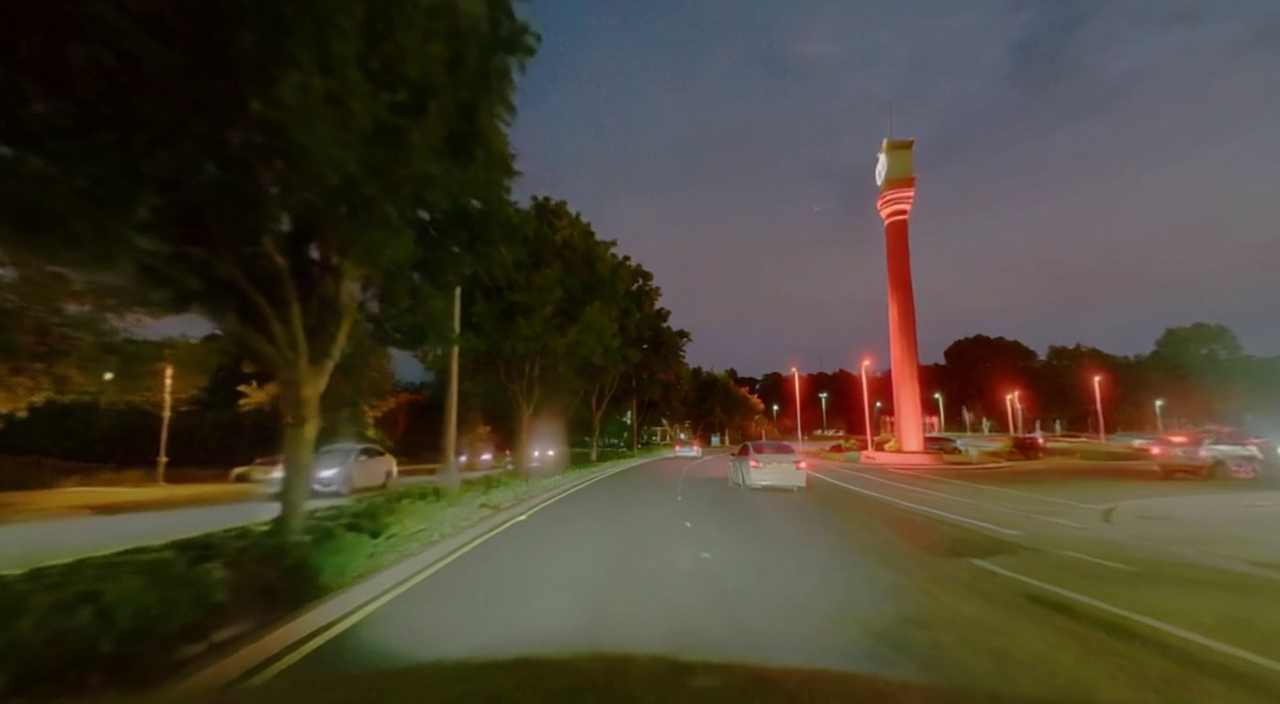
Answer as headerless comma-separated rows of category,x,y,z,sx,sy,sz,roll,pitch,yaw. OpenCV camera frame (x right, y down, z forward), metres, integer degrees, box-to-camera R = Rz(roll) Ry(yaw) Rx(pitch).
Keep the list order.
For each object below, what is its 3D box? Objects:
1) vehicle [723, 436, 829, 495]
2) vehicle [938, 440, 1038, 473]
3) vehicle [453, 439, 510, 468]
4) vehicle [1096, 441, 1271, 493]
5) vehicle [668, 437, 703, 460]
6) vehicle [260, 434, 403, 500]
vehicle,3.841,3.284,18.801,2.132,1.497,4.827,0,-8,1
vehicle,18.820,5.665,34.233,4.512,1.561,1.846,-8,-11,31
vehicle,-9.951,6.418,40.102,1.951,1.731,4.440,-1,-8,7
vehicle,17.001,3.541,19.803,4.653,1.471,1.850,2,-9,-17
vehicle,3.577,7.462,49.098,2.123,1.703,4.292,-2,-8,11
vehicle,-8.952,3.347,18.862,2.045,1.689,4.545,0,-8,-2
